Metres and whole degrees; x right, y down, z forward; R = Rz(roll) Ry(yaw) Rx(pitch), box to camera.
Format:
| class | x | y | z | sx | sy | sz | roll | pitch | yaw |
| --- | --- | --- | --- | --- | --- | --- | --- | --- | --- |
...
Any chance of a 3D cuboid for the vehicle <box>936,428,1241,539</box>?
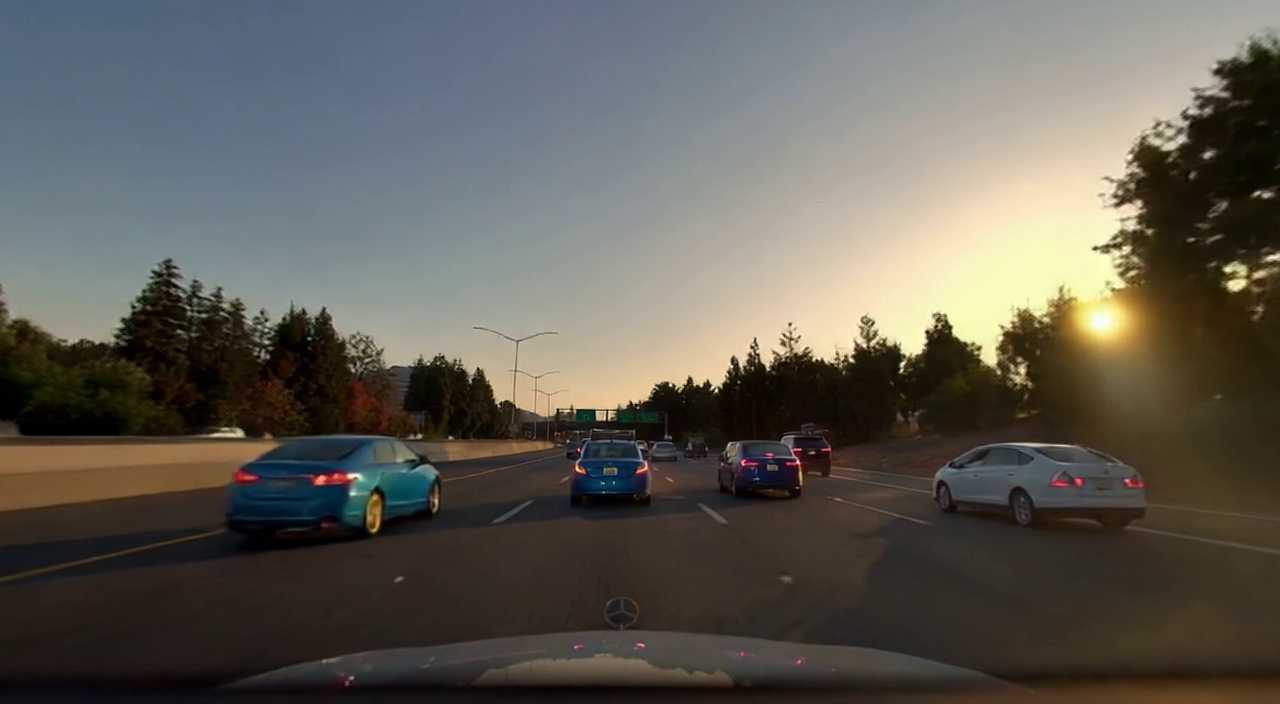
| class | x | y | z | sx | sy | sz | roll | pitch | yaw |
| --- | --- | --- | --- | --- | --- | --- | --- | --- | --- |
| vehicle | 7.879 | 2.337 | 11.865 | 2.106 | 1.641 | 4.671 | 1 | -9 | -4 |

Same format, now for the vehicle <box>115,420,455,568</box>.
| class | x | y | z | sx | sy | sz | roll | pitch | yaw |
| --- | --- | --- | --- | --- | --- | --- | --- | --- | --- |
| vehicle | -4.505 | 1.881 | 9.198 | 2.071 | 1.537 | 4.912 | 1 | -9 | 0 |

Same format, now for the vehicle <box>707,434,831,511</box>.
| class | x | y | z | sx | sy | sz | roll | pitch | yaw |
| --- | --- | --- | --- | --- | --- | --- | --- | --- | --- |
| vehicle | 2.861 | 2.793 | 15.038 | 1.975 | 1.532 | 4.227 | 1 | -9 | -1 |

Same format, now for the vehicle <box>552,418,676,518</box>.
| class | x | y | z | sx | sy | sz | roll | pitch | yaw |
| --- | --- | --- | --- | --- | --- | --- | --- | --- | --- |
| vehicle | -0.488 | 2.344 | 13.154 | 2.181 | 1.728 | 3.970 | 1 | -9 | -1 |
